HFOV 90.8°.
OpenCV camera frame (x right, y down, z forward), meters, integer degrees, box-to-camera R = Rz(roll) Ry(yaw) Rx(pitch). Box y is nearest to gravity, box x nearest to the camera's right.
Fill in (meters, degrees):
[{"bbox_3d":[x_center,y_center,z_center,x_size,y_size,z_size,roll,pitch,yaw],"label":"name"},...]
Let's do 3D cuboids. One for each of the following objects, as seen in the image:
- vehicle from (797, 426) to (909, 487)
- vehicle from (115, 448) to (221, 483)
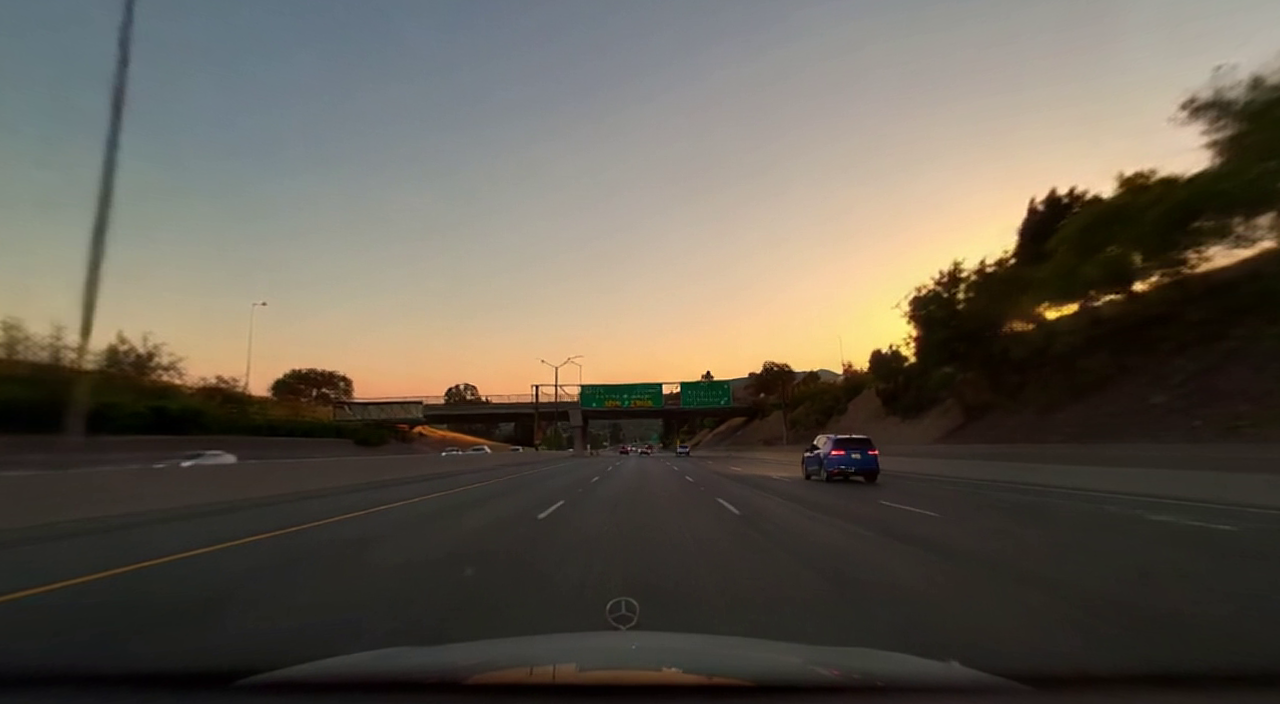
[{"bbox_3d":[7.334,3.662,22.340,2.222,1.899,4.595,0,-8,-1],"label":"vehicle"},{"bbox_3d":[-25.568,6.118,34.455,2.073,1.736,4.741,0,-8,0],"label":"vehicle"}]
